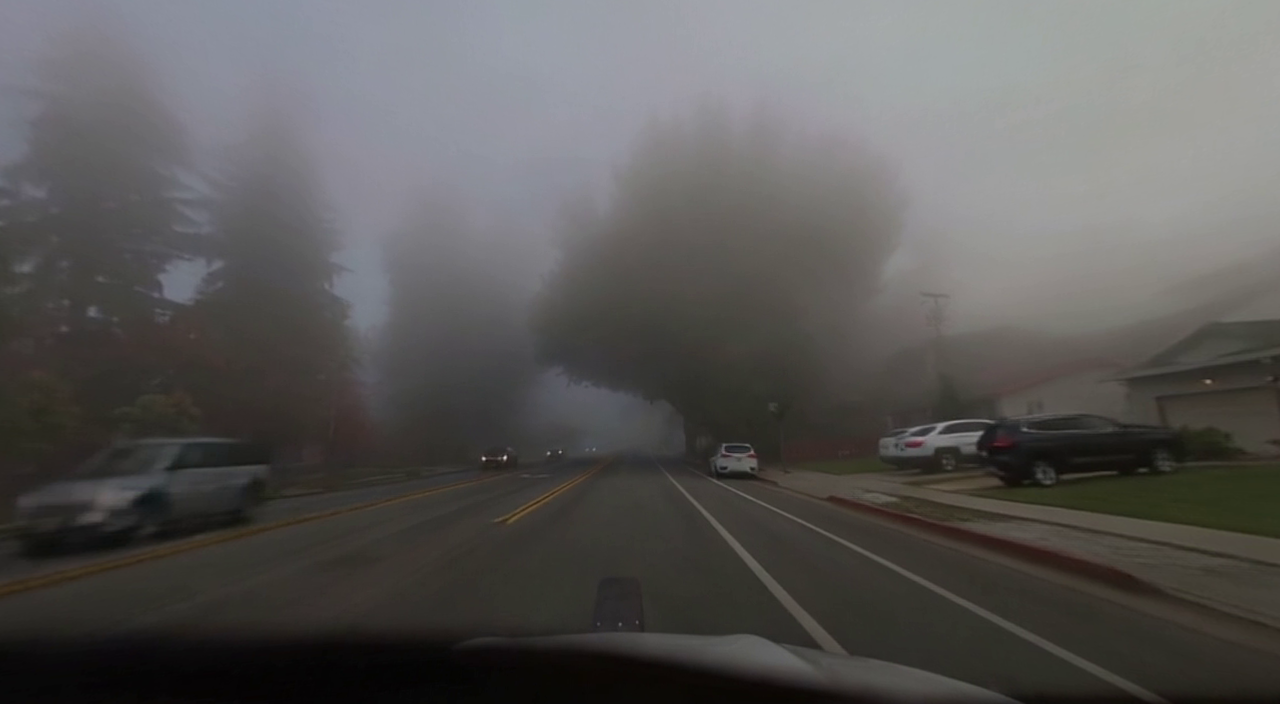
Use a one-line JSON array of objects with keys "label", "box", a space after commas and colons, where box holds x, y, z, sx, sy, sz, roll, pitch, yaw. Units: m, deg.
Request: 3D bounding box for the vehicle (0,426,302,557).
[{"label": "vehicle", "box": [-8.560, 2.369, 11.546, 2.146, 1.869, 4.654, 0, -8, 0]}]

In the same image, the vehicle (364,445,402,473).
[{"label": "vehicle", "box": [-18.789, 7.810, 46.450, 2.141, 1.797, 5.403, 3, -8, -18]}]

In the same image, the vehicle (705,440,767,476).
[{"label": "vehicle", "box": [4.227, 4.735, 28.526, 2.011, 1.458, 4.633, 0, -8, -1]}]

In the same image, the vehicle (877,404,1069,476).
[{"label": "vehicle", "box": [10.225, 2.776, 19.802, 4.578, 2.084, 2.428, -1, -8, 2]}]

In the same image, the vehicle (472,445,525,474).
[{"label": "vehicle", "box": [-8.297, 6.312, 37.430, 2.005, 1.589, 4.648, 0, -8, 1]}]

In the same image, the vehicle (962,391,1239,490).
[{"label": "vehicle", "box": [10.760, 2.113, 15.015, 4.964, 1.739, 2.184, -4, -10, -8]}]
